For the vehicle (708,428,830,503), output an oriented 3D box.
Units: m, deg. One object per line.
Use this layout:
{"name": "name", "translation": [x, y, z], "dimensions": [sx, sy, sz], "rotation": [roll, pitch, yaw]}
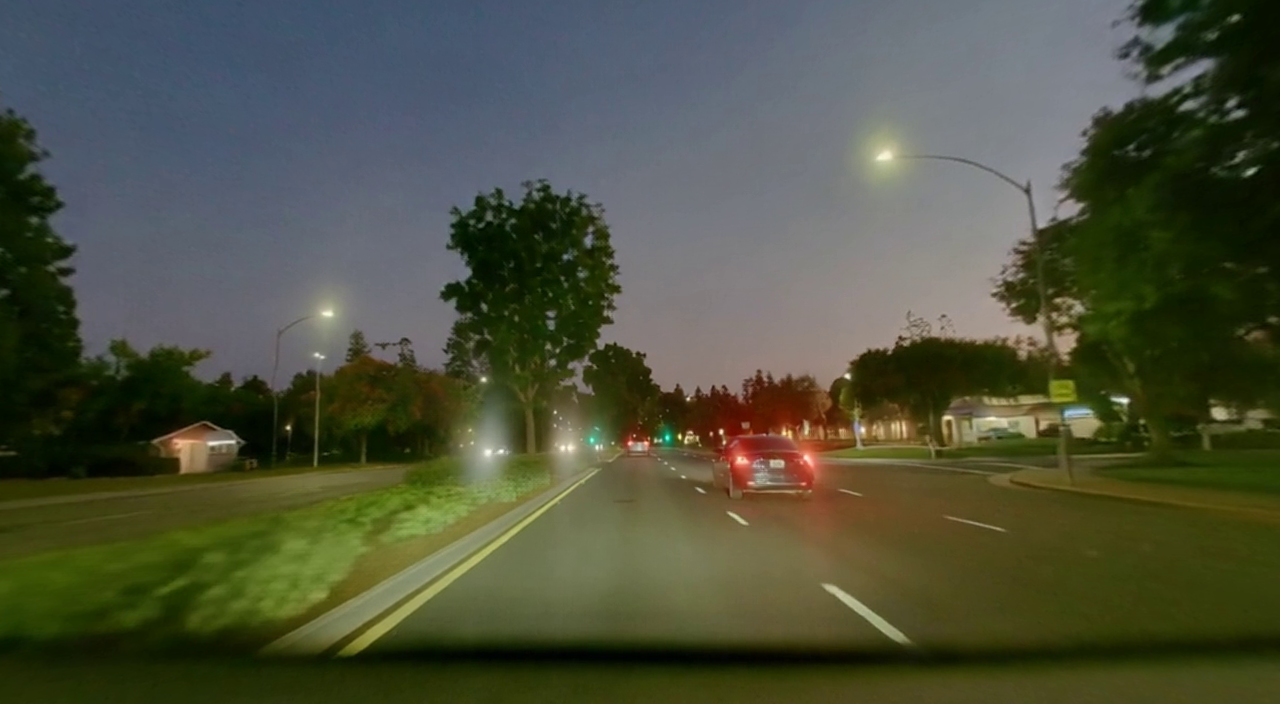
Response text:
{"name": "vehicle", "translation": [3.079, 2.825, 16.238], "dimensions": [1.995, 1.616, 4.729], "rotation": [1, -8, -2]}
